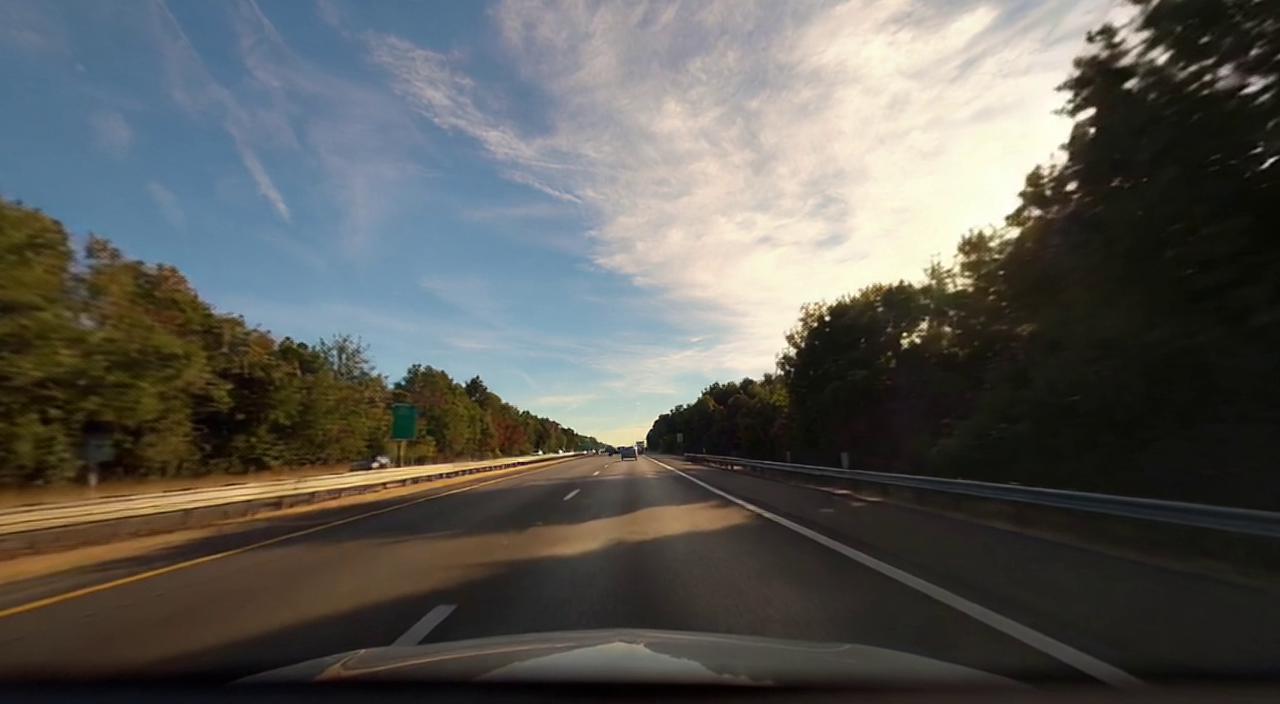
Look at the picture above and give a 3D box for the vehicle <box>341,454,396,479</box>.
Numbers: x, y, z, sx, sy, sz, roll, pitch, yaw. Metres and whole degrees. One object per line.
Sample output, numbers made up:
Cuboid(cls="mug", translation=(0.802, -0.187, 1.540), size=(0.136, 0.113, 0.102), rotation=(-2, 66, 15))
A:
Cuboid(cls="vehicle", translation=(-17.144, 7.197, 39.746), size=(1.611, 1.444, 4.246), rotation=(0, -9, -1))
